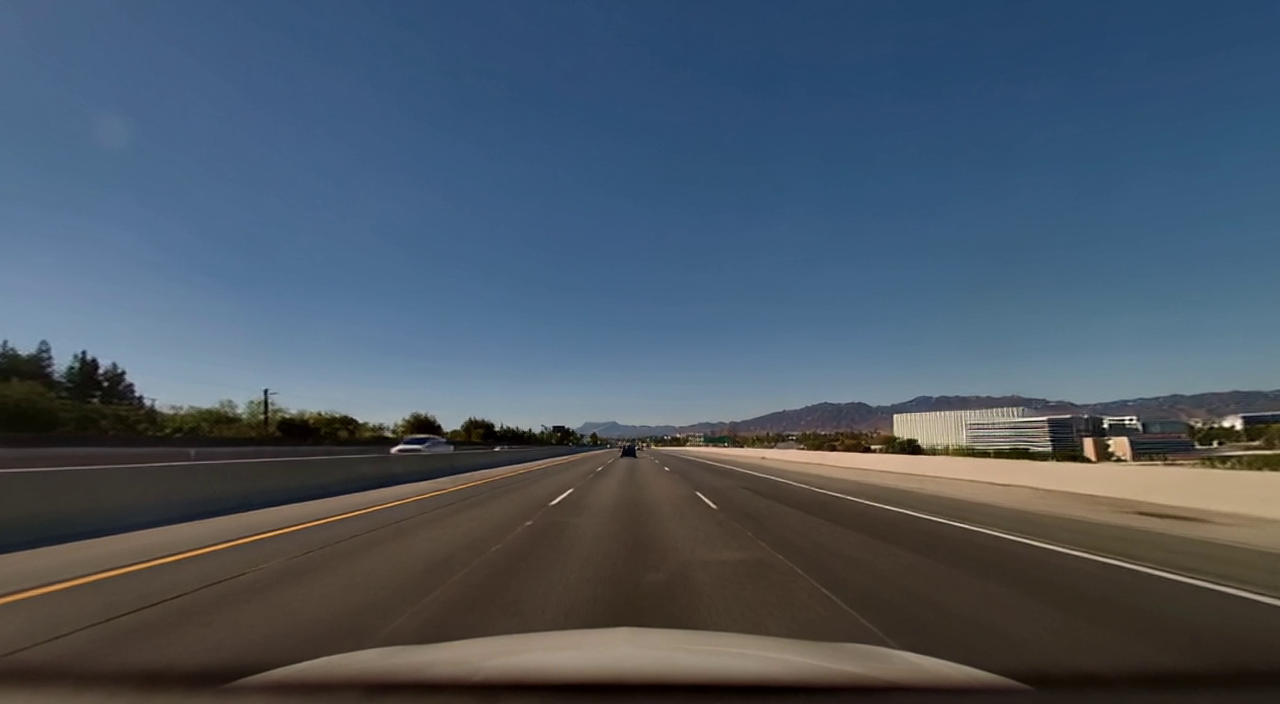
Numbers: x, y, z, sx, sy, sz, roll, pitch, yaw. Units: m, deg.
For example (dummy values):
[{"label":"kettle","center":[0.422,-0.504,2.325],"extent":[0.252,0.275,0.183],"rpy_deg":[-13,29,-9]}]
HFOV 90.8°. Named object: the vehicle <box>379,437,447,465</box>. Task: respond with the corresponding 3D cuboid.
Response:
[{"label":"vehicle","center":[-15.739,6.903,44.276],"extent":[2.475,1.824,6.214],"rpy_deg":[0,-9,0]}]
